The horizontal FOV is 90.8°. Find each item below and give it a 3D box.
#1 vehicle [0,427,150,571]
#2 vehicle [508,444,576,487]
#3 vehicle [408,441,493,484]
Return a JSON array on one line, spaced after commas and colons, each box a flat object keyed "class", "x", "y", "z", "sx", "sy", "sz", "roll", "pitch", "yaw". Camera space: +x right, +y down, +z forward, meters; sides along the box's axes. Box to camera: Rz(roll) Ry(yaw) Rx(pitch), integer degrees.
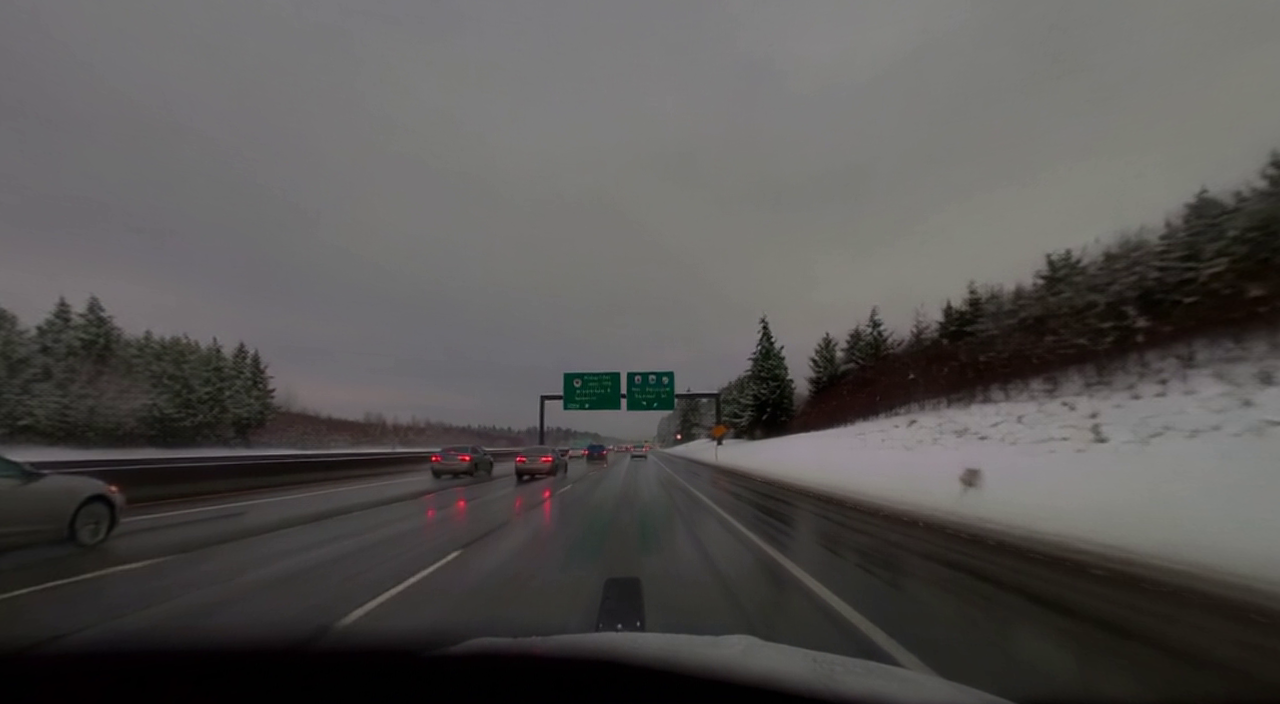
[{"class": "vehicle", "x": -7.788, "y": 1.494, "z": 6.262, "sx": 2.009, "sy": 1.500, "sz": 4.741, "roll": 0, "pitch": -9, "yaw": 0}, {"class": "vehicle", "x": -3.582, "y": 4.219, "z": 23.731, "sx": 1.924, "sy": 1.436, "sz": 3.915, "roll": 0, "pitch": -9, "yaw": 0}, {"class": "vehicle", "x": -7.528, "y": 4.424, "z": 25.543, "sx": 2.091, "sy": 1.558, "sz": 4.220, "roll": 0, "pitch": -9, "yaw": 0}]
